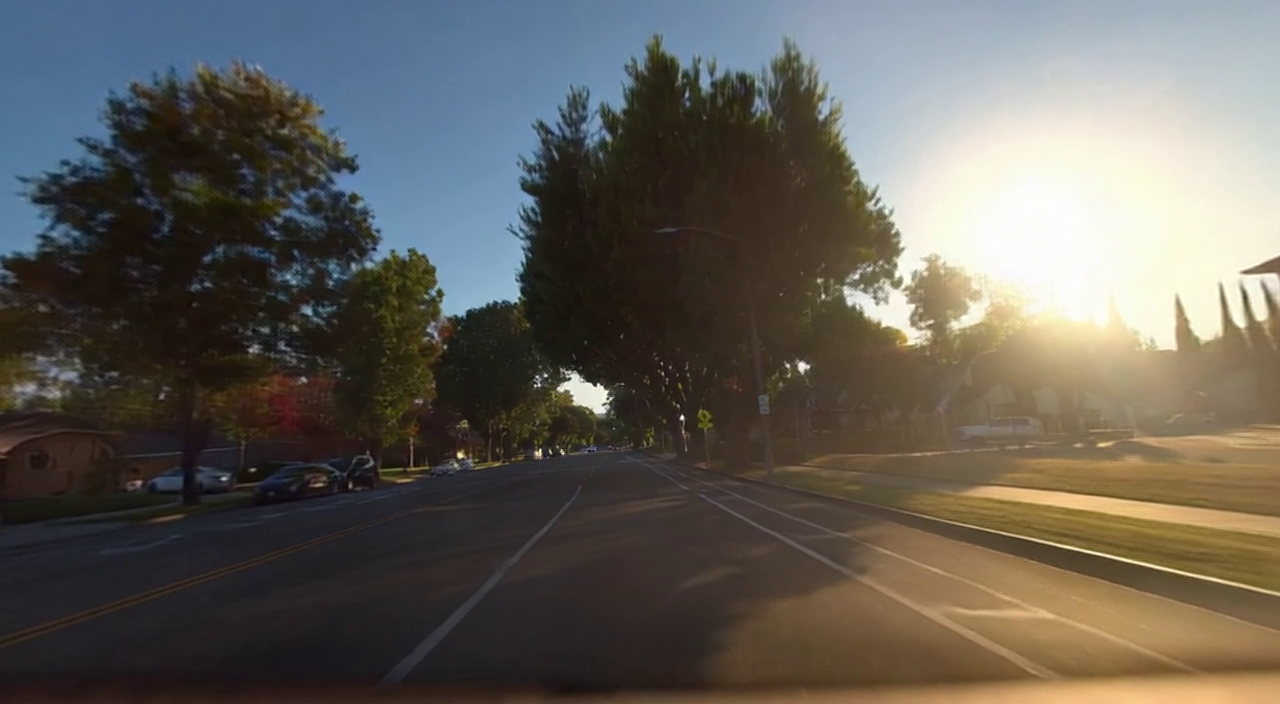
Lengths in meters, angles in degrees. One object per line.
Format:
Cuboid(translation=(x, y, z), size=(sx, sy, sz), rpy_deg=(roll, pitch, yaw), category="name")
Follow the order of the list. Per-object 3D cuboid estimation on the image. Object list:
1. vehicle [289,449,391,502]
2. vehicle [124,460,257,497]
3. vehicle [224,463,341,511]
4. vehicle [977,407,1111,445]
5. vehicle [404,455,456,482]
Cuboid(translation=(-13.179, 5.407, 28.141), size=(2.351, 1.905, 5.138), rpy_deg=(-4, -9, -4), category="vehicle")
Cuboid(translation=(-25.302, 7.114, 35.735), size=(5.661, 1.896, 2.302), rpy_deg=(0, -9, -2), category="vehicle")
Cuboid(translation=(-12.901, 4.848, 23.131), size=(1.958, 1.457, 4.254), rpy_deg=(0, -9, -3), category="vehicle")
Cuboid(translation=(24.083, 4.539, 37.997), size=(2.392, 1.996, 6.238), rpy_deg=(5, -10, -33), category="vehicle")
Cuboid(translation=(-13.565, 7.519, 41.169), size=(1.897, 1.564, 4.875), rpy_deg=(0, -9, -2), category="vehicle")
